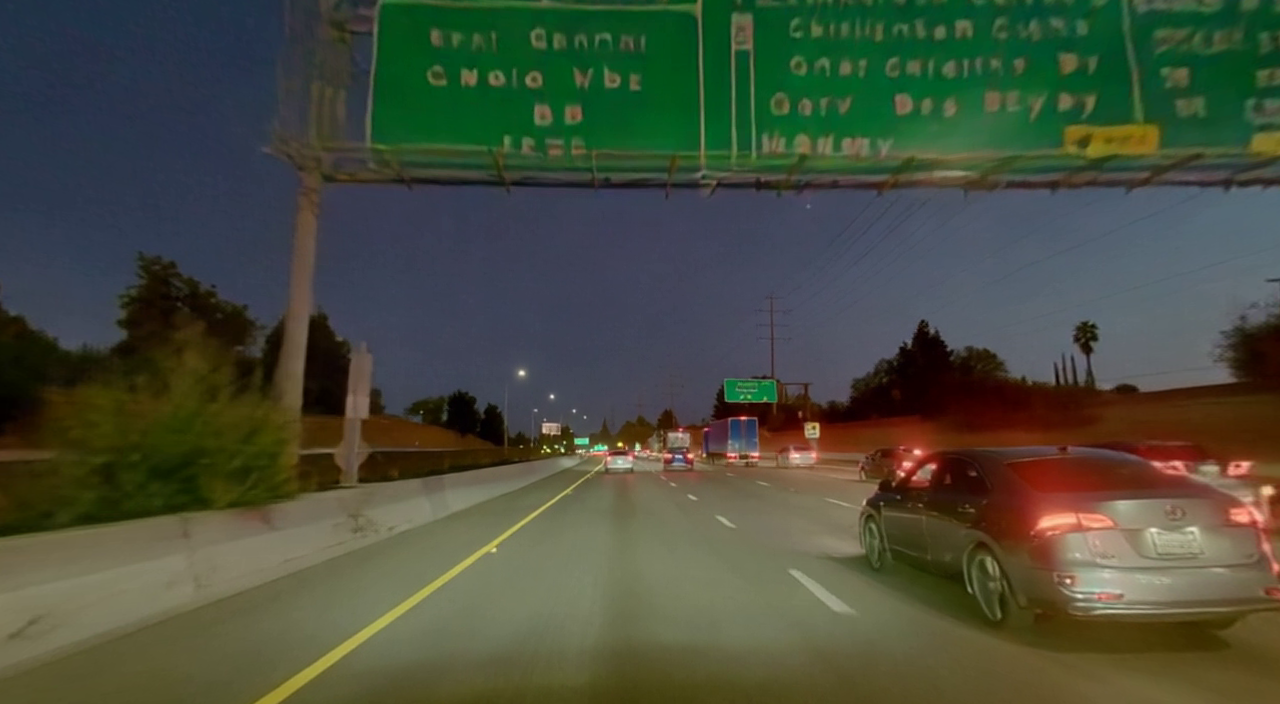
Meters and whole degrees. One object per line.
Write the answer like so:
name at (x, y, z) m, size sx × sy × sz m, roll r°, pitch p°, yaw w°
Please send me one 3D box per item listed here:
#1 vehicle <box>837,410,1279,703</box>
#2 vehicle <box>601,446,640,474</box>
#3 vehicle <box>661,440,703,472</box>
vehicle at (3.128, 1.279, 4.576) m, size 1.922 × 1.465 × 4.165 m, roll 0°, pitch -9°, yaw -2°
vehicle at (-1.115, 6.028, 35.494) m, size 2.083 × 1.477 × 3.965 m, roll 0°, pitch -9°, yaw -3°
vehicle at (2.527, 6.411, 39.328) m, size 2.114 × 1.849 × 4.692 m, roll 0°, pitch -9°, yaw -3°
